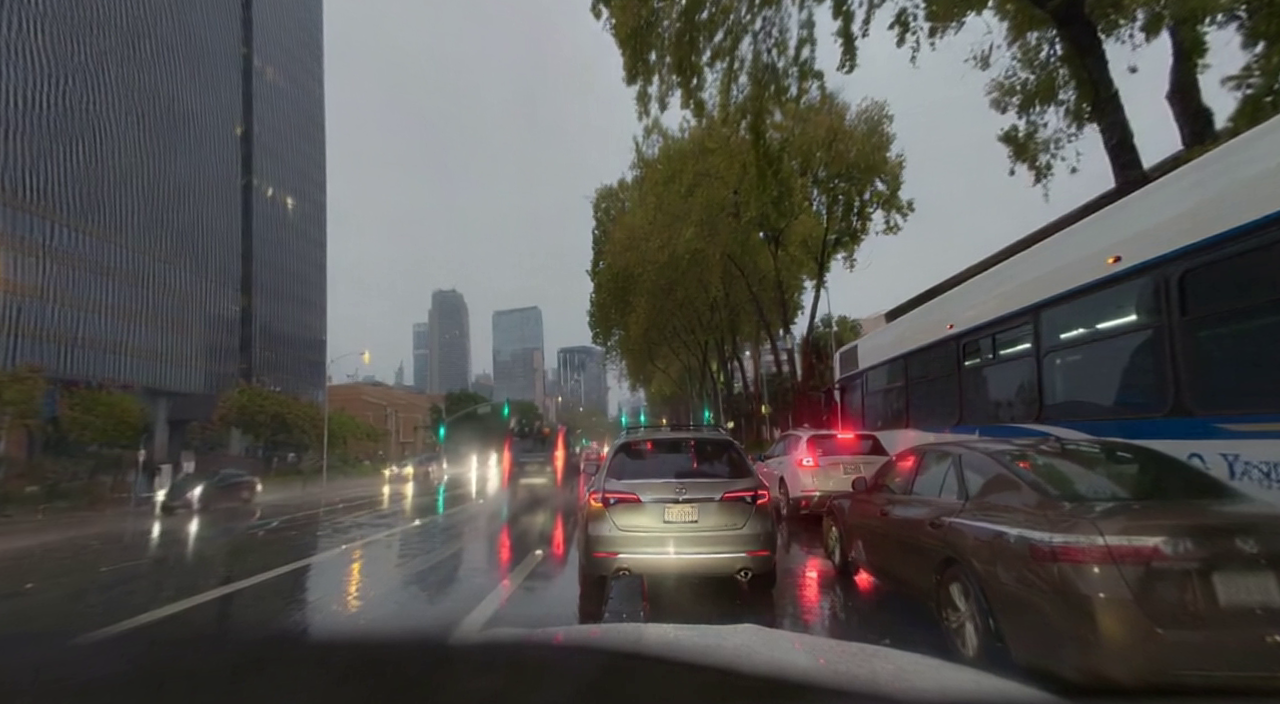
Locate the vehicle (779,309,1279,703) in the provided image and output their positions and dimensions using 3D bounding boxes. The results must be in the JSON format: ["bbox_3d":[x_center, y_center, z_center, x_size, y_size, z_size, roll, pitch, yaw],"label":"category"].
[{"bbox_3d":[2.728,1.098,4.921,2.117,1.855,4.794,0,-9,-1],"label":"vehicle"}]

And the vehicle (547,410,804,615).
[{"bbox_3d":[0.229,1.553,6.895,2.045,1.608,3.573,0,-9,-2],"label":"vehicle"}]

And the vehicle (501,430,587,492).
[{"bbox_3d":[-3.187,3.769,22.173,2.175,1.919,5.223,0,-9,0],"label":"vehicle"}]

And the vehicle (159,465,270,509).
[{"bbox_3d":[-18.975,6.009,28.367,1.964,1.686,4.144,0,-9,2],"label":"vehicle"}]

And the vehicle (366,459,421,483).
[{"bbox_3d":[-19.120,9.229,49.158,2.274,1.708,4.863,0,-9,1],"label":"vehicle"}]

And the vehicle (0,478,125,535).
[{"bbox_3d":[-22.681,5.799,24.064,1.975,1.698,4.715,0,-9,1],"label":"vehicle"}]
